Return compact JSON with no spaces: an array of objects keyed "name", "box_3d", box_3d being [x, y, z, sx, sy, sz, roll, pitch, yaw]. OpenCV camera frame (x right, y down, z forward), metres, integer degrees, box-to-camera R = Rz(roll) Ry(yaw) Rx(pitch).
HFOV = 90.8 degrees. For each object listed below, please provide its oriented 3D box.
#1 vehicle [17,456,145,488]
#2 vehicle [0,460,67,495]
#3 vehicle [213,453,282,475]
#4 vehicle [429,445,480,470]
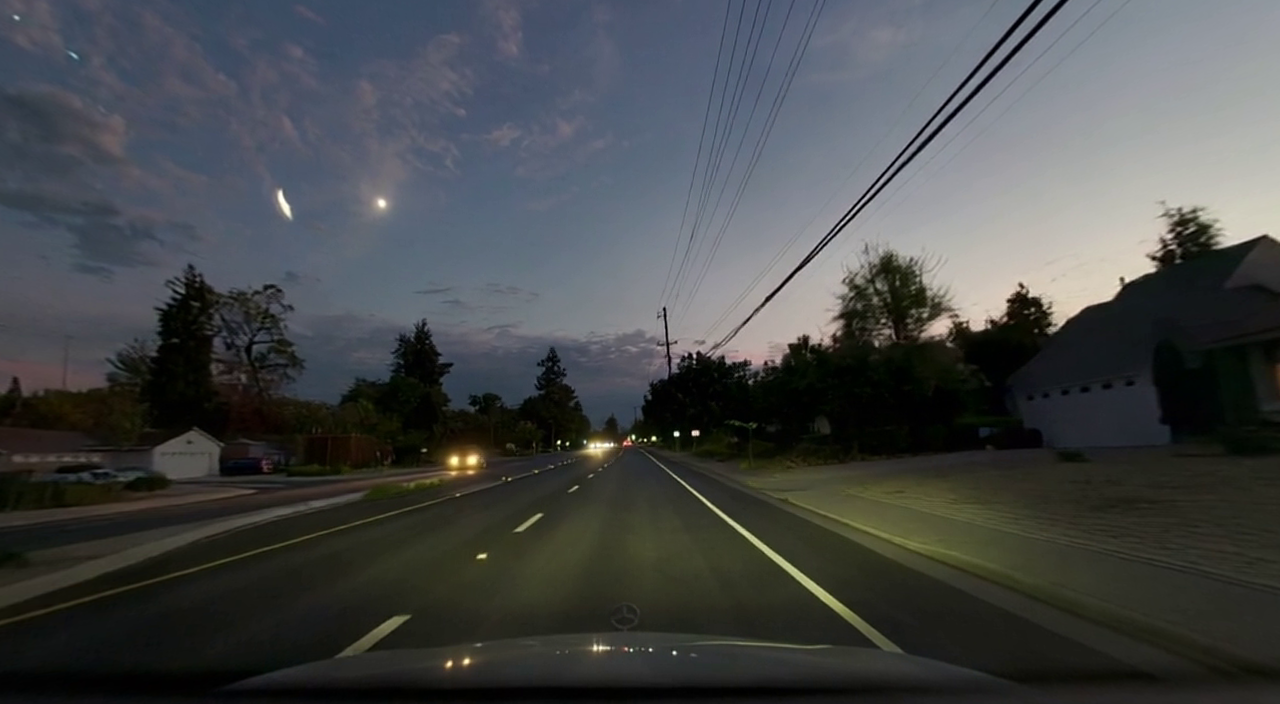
[{"name":"vehicle","box_3d":[-28.280,6.070,32.073,4.599,1.533,2.029,0,-9,3]},{"name":"vehicle","box_3d":[-29.283,5.777,29.174,3.723,1.479,1.950,0,-9,1]},{"name":"vehicle","box_3d":[-29.129,8.300,46.908,3.792,1.495,1.950,0,-9,2]},{"name":"vehicle","box_3d":[-12.538,7.158,43.062,2.055,1.505,4.703,-1,-9,0]}]
